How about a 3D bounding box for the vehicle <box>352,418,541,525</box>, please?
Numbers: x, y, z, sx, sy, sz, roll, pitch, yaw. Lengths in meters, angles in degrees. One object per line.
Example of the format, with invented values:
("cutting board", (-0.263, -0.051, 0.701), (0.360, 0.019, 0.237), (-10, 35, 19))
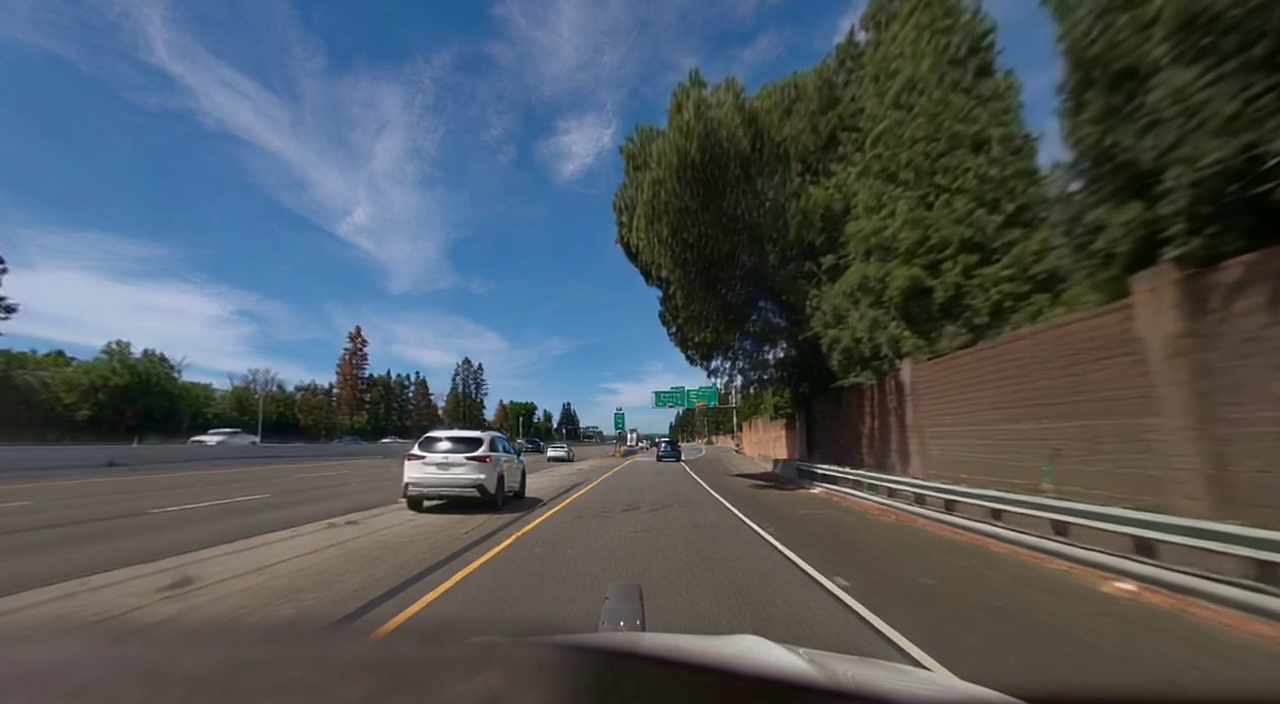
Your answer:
("vehicle", (-3.526, 2.296, 12.665), (2.151, 1.707, 4.759), (0, -9, 2))
